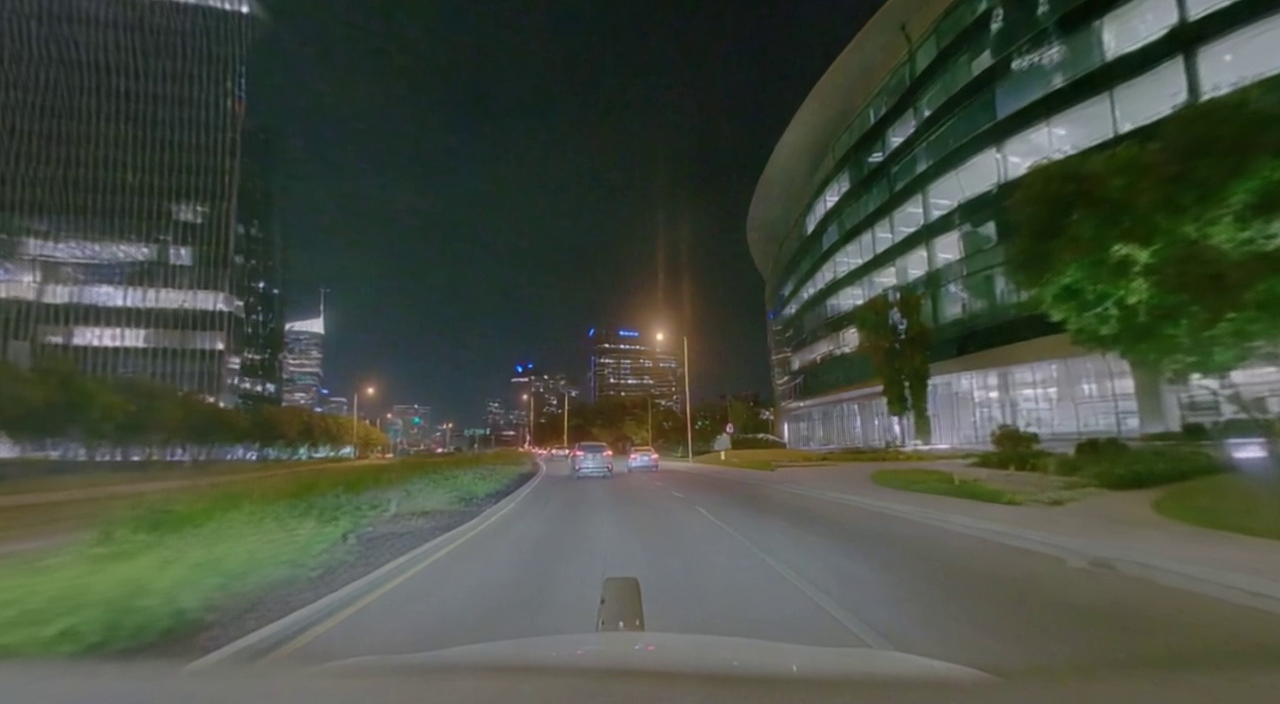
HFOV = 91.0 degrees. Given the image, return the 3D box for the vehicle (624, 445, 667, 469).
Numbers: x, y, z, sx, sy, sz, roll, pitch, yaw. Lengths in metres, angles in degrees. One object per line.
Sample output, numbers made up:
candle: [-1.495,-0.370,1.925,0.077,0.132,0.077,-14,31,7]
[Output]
vehicle: [0.309,7.014,42.250,2.116,1.506,4.355,2,-9,-10]

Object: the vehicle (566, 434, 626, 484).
vehicle: [-1.814,4.180,24.911,2.173,1.761,4.374,1,-9,-6]
